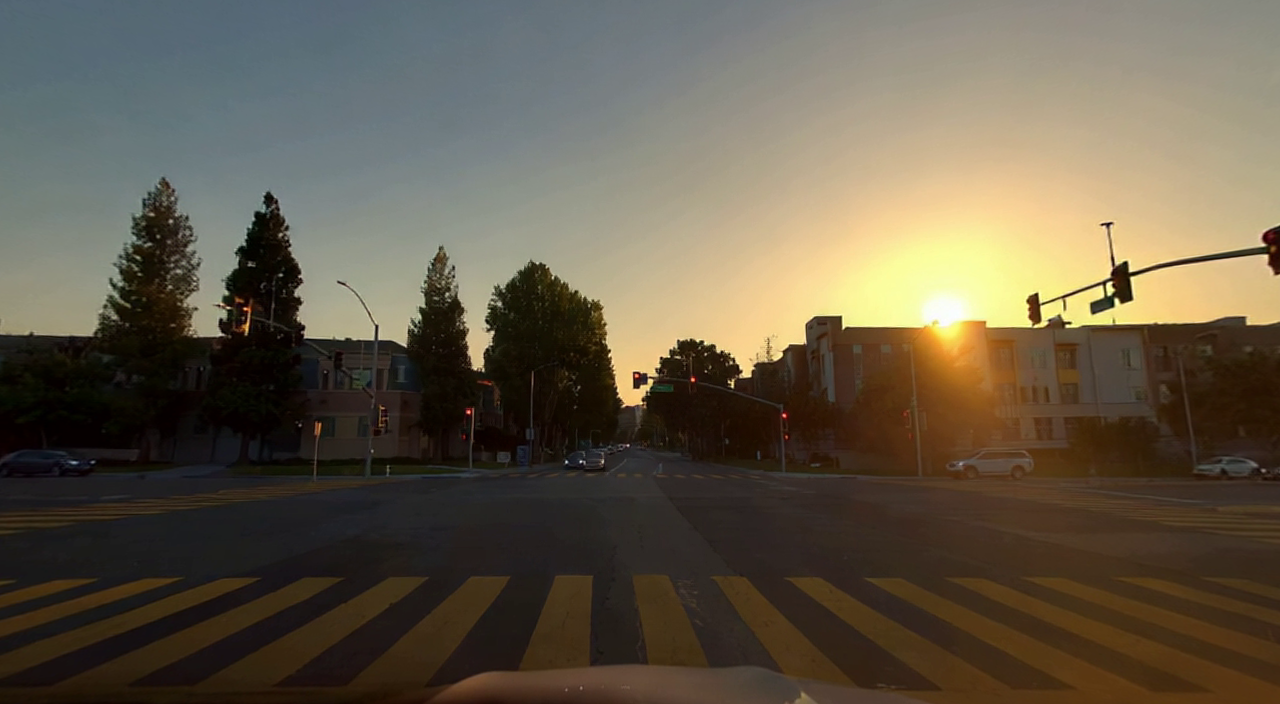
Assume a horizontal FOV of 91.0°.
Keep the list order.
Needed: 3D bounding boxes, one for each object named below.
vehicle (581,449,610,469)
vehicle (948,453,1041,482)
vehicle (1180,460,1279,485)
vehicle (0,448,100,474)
[{"bbox_3d":[-3.448,8.357,49.222,1.908,1.441,4.142,0,-8,1],"label":"vehicle"},{"bbox_3d":[21.100,6.878,37.587,4.447,1.623,1.801,0,-9,-3],"label":"vehicle"},{"bbox_3d":[36.223,7.307,38.297,4.976,1.428,1.929,0,-9,-2],"label":"vehicle"},{"bbox_3d":[-35.141,6.414,37.186,4.741,1.447,1.807,0,-9,0],"label":"vehicle"}]
